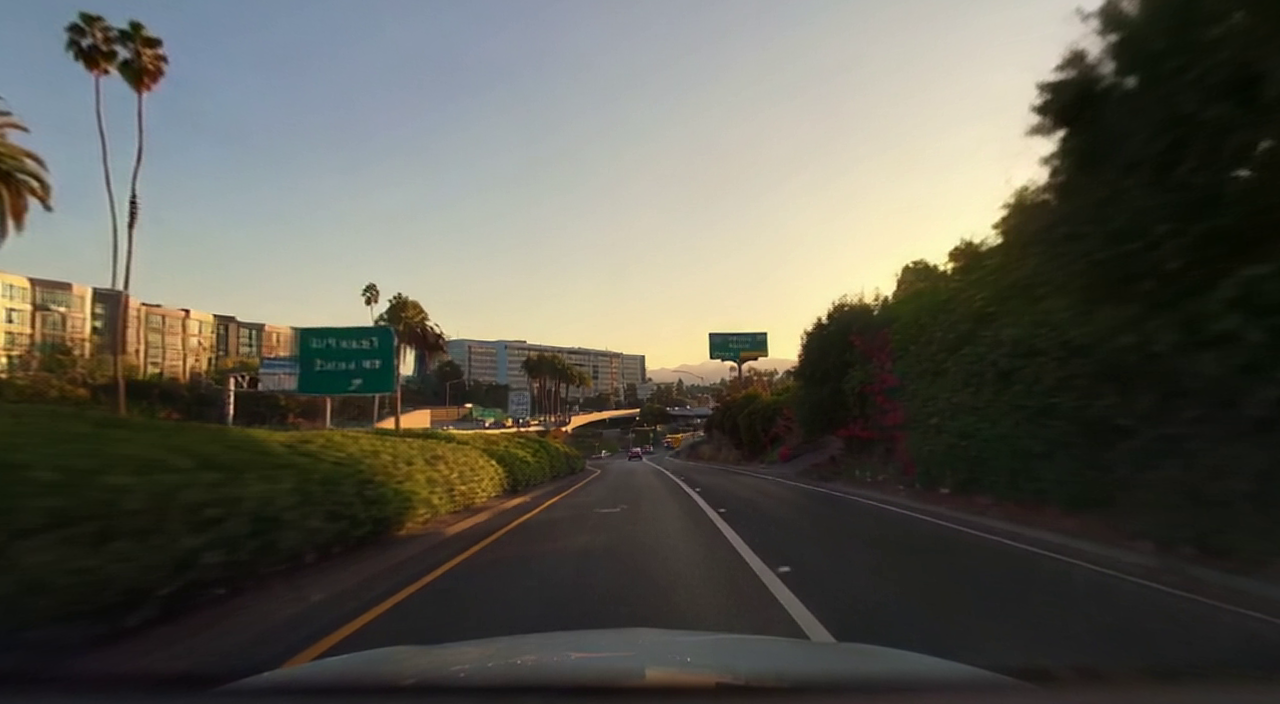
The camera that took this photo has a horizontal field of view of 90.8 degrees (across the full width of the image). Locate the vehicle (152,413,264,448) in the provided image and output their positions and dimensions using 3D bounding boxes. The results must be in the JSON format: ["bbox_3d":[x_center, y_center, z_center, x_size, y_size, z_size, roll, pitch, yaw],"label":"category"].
[{"bbox_3d":[-19.470,3.628,28.791,1.931,1.451,4.683,0,-8,-2],"label":"vehicle"}]
